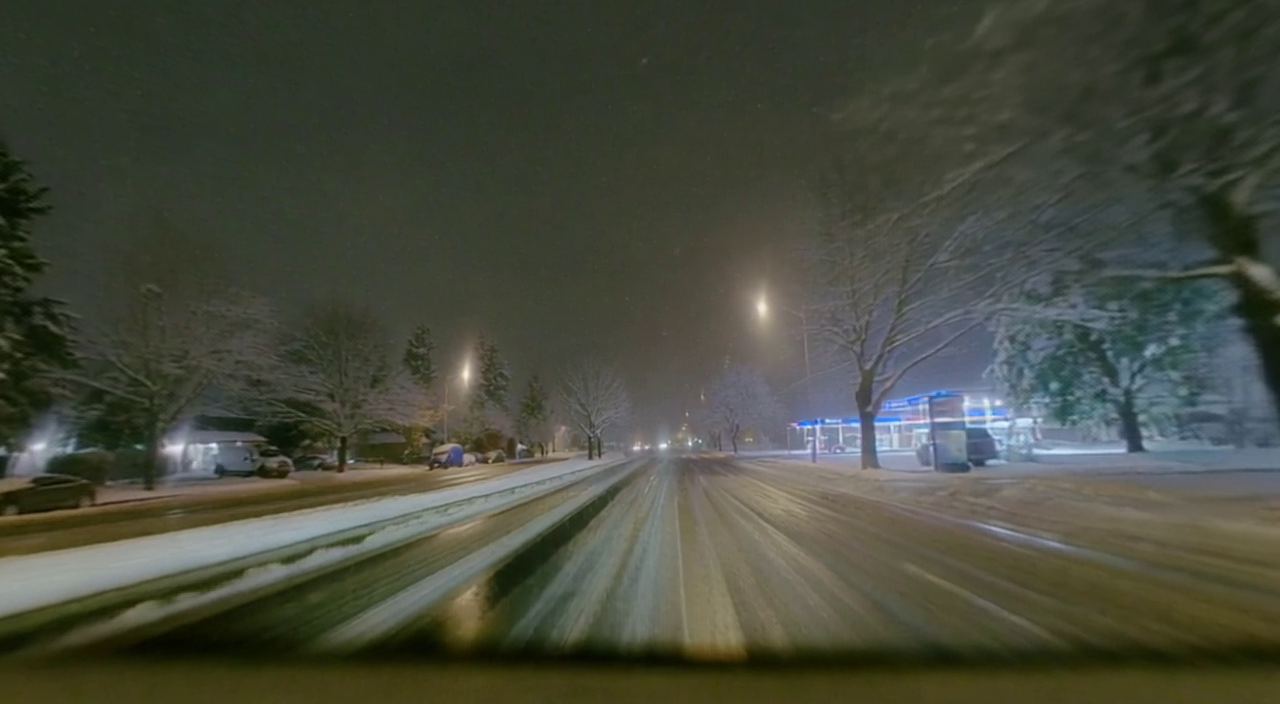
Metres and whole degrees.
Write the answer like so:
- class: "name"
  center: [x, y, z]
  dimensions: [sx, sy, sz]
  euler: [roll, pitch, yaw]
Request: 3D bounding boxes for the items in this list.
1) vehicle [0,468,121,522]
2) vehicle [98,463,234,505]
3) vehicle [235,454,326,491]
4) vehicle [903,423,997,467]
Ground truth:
- class: "vehicle"
  center: [-20.220, 4.652, 20.868]
  dimensions: [1.924, 1.479, 4.706]
  euler: [-1, -9, 4]
- class: "vehicle"
  center: [-19.855, 5.508, 26.776]
  dimensions: [1.787, 1.471, 4.709]
  euler: [-1, -9, 6]
- class: "vehicle"
  center: [-19.510, 6.503, 34.558]
  dimensions: [1.988, 1.785, 4.802]
  euler: [-1, -9, 2]
- class: "vehicle"
  center: [14.472, 4.414, 29.871]
  dimensions: [2.108, 1.877, 4.807]
  euler: [-1, -9, 2]
